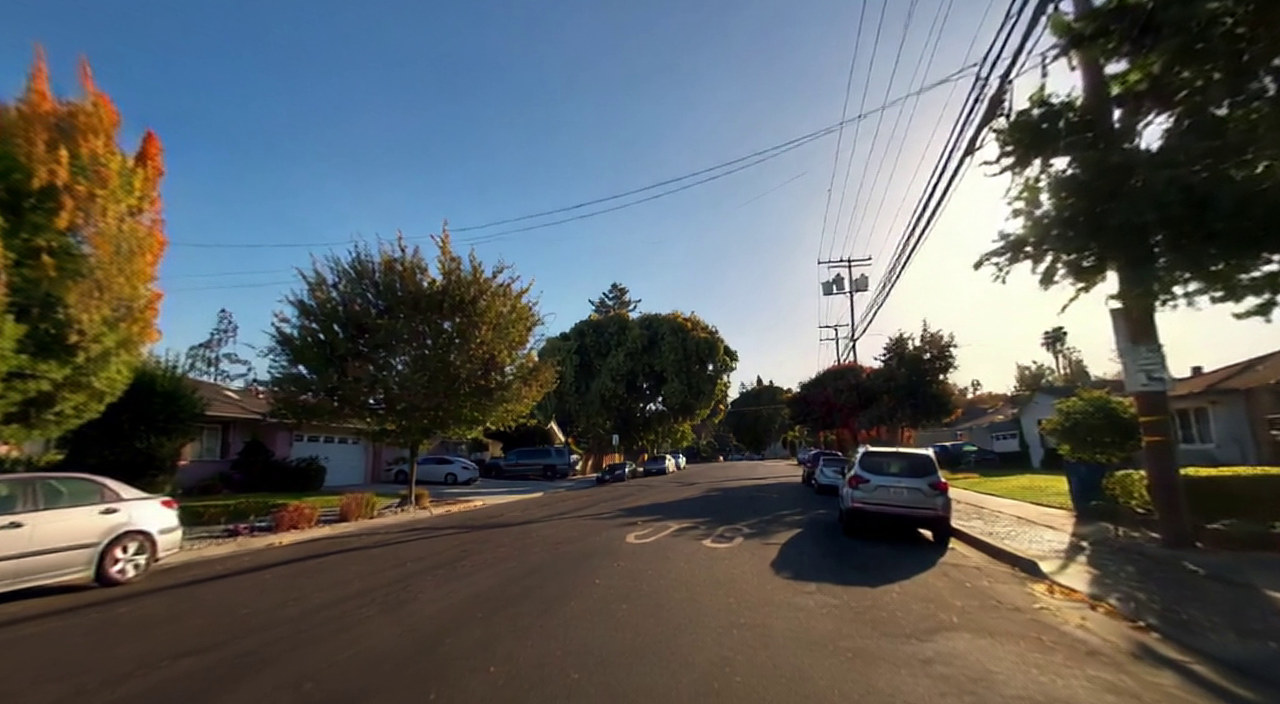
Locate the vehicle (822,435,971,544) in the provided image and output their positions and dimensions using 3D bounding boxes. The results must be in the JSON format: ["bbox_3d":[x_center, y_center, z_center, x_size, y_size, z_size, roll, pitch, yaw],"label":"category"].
[{"bbox_3d":[4.255,2.274,11.017,1.908,1.572,3.105,-2,-9,14],"label":"vehicle"}]

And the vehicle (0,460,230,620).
[{"bbox_3d":[-6.965,1.860,6.379,1.968,1.449,4.502,-2,-9,14],"label":"vehicle"}]

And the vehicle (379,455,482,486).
[{"bbox_3d":[-10.304,5.835,31.210,4.481,1.420,1.712,-2,-9,10],"label":"vehicle"}]

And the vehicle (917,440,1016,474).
[{"bbox_3d":[16.504,5.338,32.177,4.075,1.674,1.811,-2,-9,14],"label":"vehicle"}]

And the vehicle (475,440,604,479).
[{"bbox_3d":[-5.420,5.809,34.314,6.488,2.009,2.354,-2,-9,13],"label":"vehicle"}]

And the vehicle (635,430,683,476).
[{"bbox_3d":[1.378,6.922,43.574,2.199,2.902,5.848,-2,-9,13],"label":"vehicle"}]
